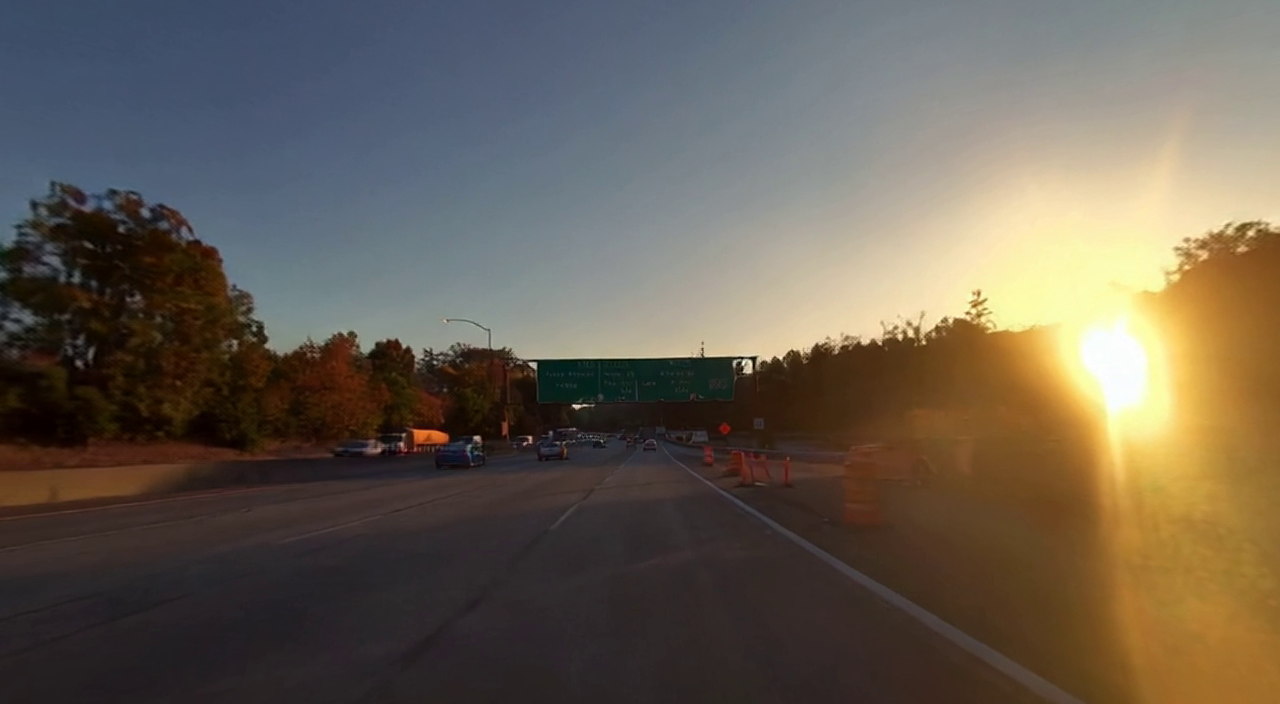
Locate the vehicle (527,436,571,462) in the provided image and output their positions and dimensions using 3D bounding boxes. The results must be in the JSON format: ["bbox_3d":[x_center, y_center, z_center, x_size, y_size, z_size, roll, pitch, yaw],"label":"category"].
[{"bbox_3d":[-6.396,6.908,44.946,2.402,1.733,4.512,0,-8,1],"label":"vehicle"}]

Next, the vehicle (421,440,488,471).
[{"bbox_3d":[-9.697,5.464,33.336,2.122,1.511,4.576,0,-8,0],"label":"vehicle"}]

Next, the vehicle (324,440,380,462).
[{"bbox_3d":[-22.289,7.697,48.945,2.186,1.619,4.359,0,-9,2],"label":"vehicle"}]
